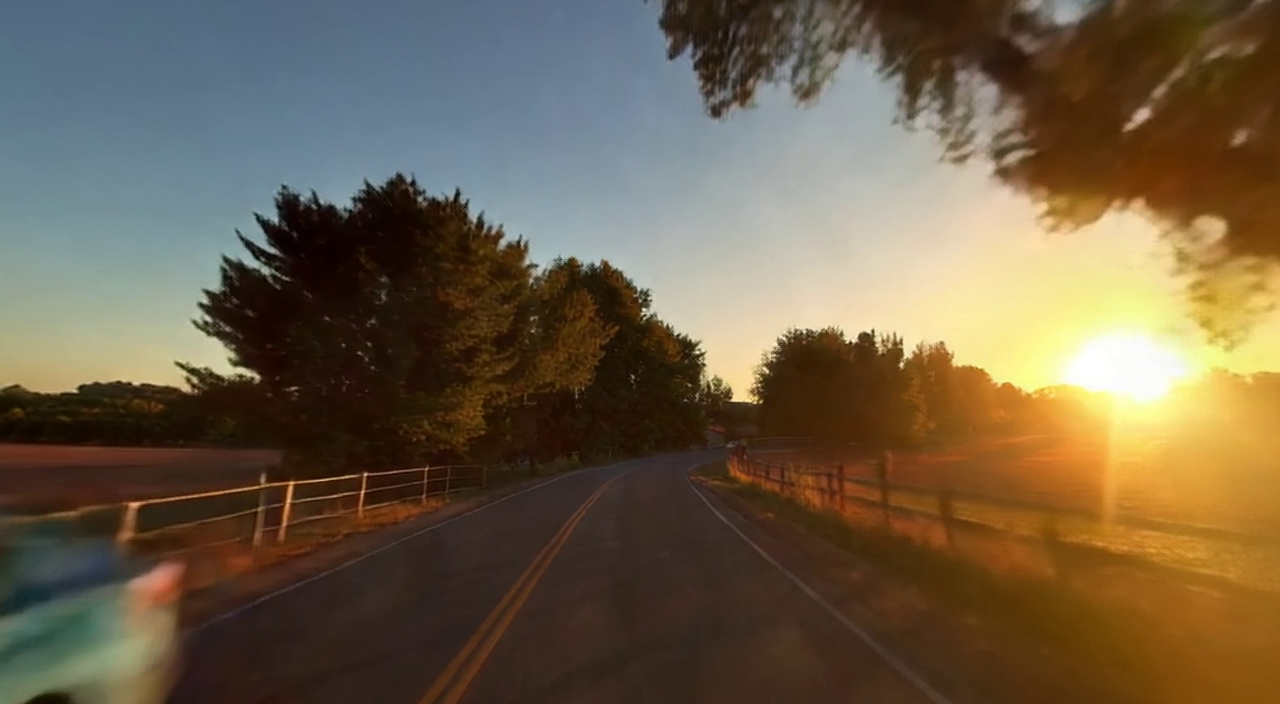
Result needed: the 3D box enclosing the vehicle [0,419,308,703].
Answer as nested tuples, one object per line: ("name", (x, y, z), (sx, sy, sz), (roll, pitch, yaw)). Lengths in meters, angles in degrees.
("vehicle", (-2.708, 0.904, 1.368), (1.987, 1.521, 3.649), (0, -8, 0))
